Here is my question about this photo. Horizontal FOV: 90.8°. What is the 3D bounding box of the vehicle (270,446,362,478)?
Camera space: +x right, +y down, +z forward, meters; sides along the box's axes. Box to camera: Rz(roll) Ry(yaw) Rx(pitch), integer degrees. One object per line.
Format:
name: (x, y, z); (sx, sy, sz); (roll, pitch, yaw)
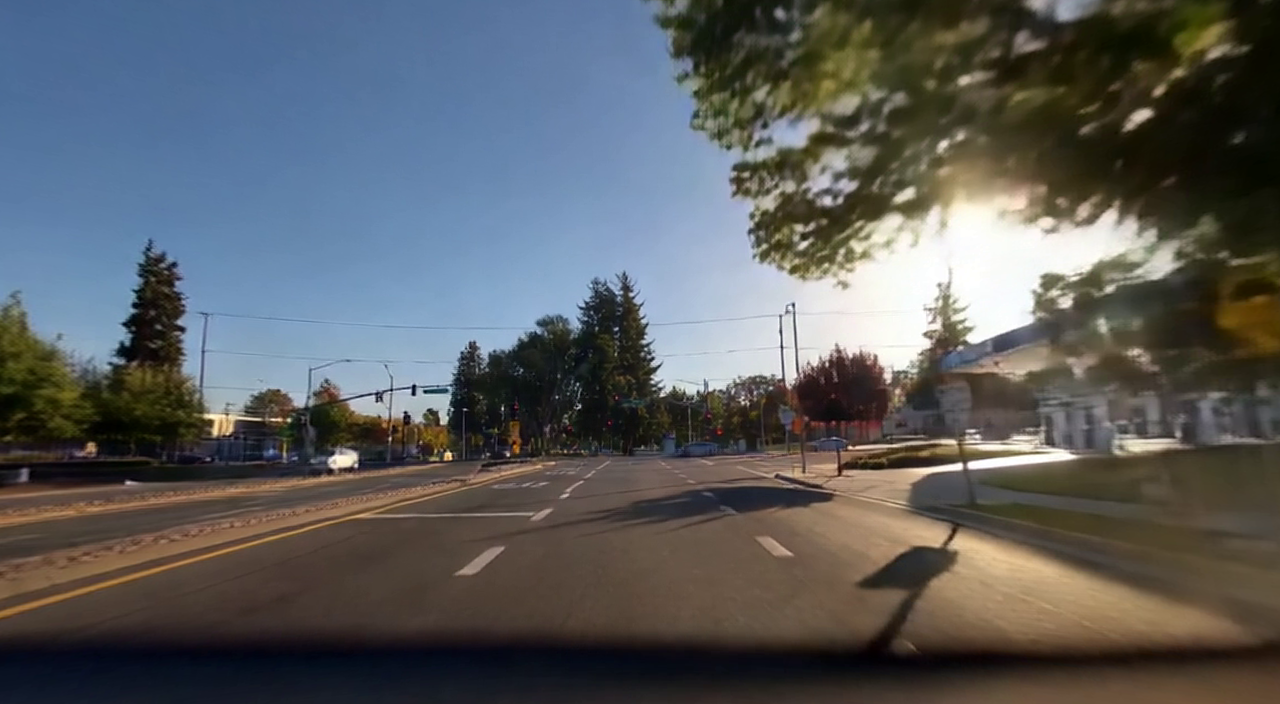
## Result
vehicle: (-15.979, 5.428, 31.487); (1.911, 1.478, 4.601); (-1, -8, 4)
